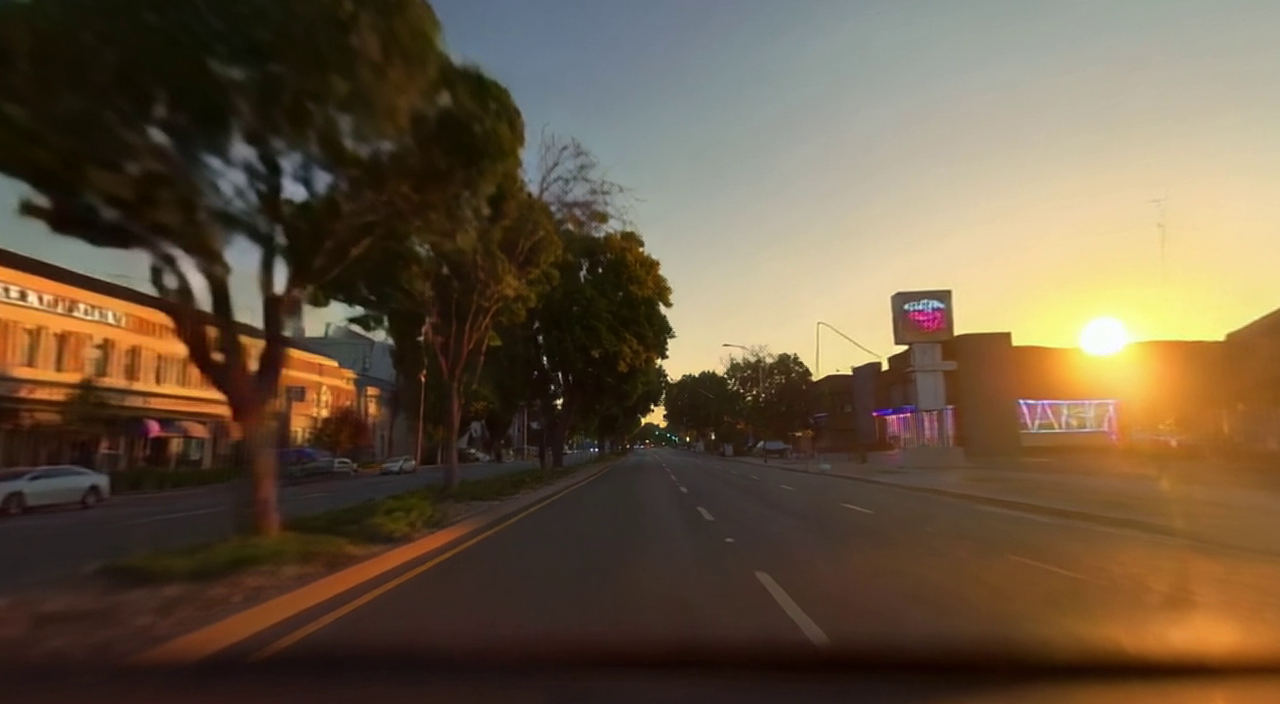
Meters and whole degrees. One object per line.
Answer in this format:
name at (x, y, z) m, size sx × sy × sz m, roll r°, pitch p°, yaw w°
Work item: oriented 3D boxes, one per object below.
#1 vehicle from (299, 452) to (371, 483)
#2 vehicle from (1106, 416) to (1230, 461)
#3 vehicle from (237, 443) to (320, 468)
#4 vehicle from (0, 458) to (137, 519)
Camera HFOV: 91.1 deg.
vehicle at (-18.709, 7.096, 38.759) m, size 2.012 × 1.560 × 4.782 m, roll -1°, pitch -7°, yaw 1°
vehicle at (32.683, 5.381, 39.182) m, size 2.684 × 2.559 × 5.772 m, roll 0°, pitch -8°, yaw 1°
vehicle at (-26.433, 7.579, 46.098) m, size 4.667 × 1.728 × 2.276 m, roll 0°, pitch -7°, yaw -3°
vehicle at (-19.039, 4.220, 19.805) m, size 1.959 × 1.535 × 5.081 m, roll -1°, pitch -7°, yaw 3°
